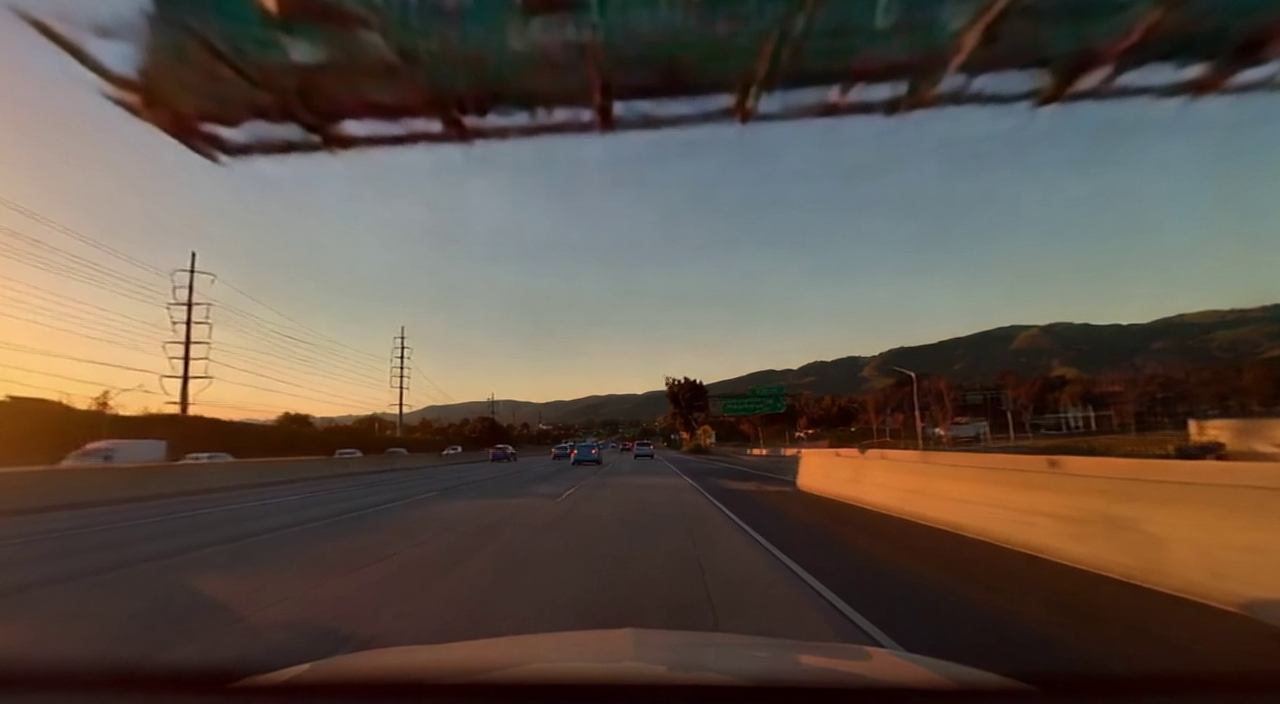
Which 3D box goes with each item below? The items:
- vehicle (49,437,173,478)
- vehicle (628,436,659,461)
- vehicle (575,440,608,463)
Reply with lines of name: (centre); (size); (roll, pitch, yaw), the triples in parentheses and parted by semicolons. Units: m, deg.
vehicle: (-35.823, 7.135, 43.080); (2.859, 2.588, 6.379); (0, -8, 1)
vehicle: (0.213, 7.230, 47.305); (2.194, 1.737, 4.127); (0, -8, -1)
vehicle: (-3.411, 7.167, 45.492); (1.967, 1.517, 4.808); (0, -8, 0)
